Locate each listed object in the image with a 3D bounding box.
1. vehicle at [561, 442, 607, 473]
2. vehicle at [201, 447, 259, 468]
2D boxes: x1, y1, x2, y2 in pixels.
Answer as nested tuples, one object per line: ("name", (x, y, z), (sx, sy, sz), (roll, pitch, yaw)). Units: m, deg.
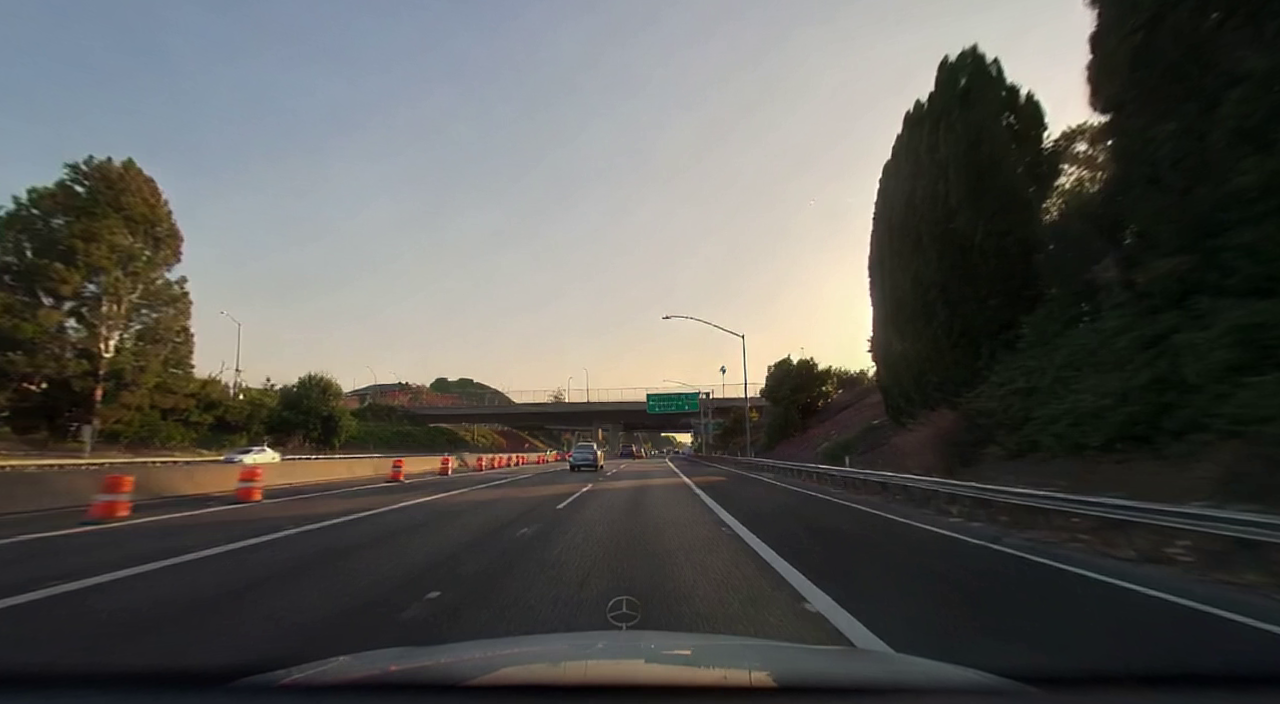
("vehicle", (-3.056, 5.852, 34.987), (2.078, 1.629, 4.059), (0, -8, 1))
("vehicle", (-27.490, 7.067, 42.164), (1.532, 1.374, 3.384), (0, -8, 0))
